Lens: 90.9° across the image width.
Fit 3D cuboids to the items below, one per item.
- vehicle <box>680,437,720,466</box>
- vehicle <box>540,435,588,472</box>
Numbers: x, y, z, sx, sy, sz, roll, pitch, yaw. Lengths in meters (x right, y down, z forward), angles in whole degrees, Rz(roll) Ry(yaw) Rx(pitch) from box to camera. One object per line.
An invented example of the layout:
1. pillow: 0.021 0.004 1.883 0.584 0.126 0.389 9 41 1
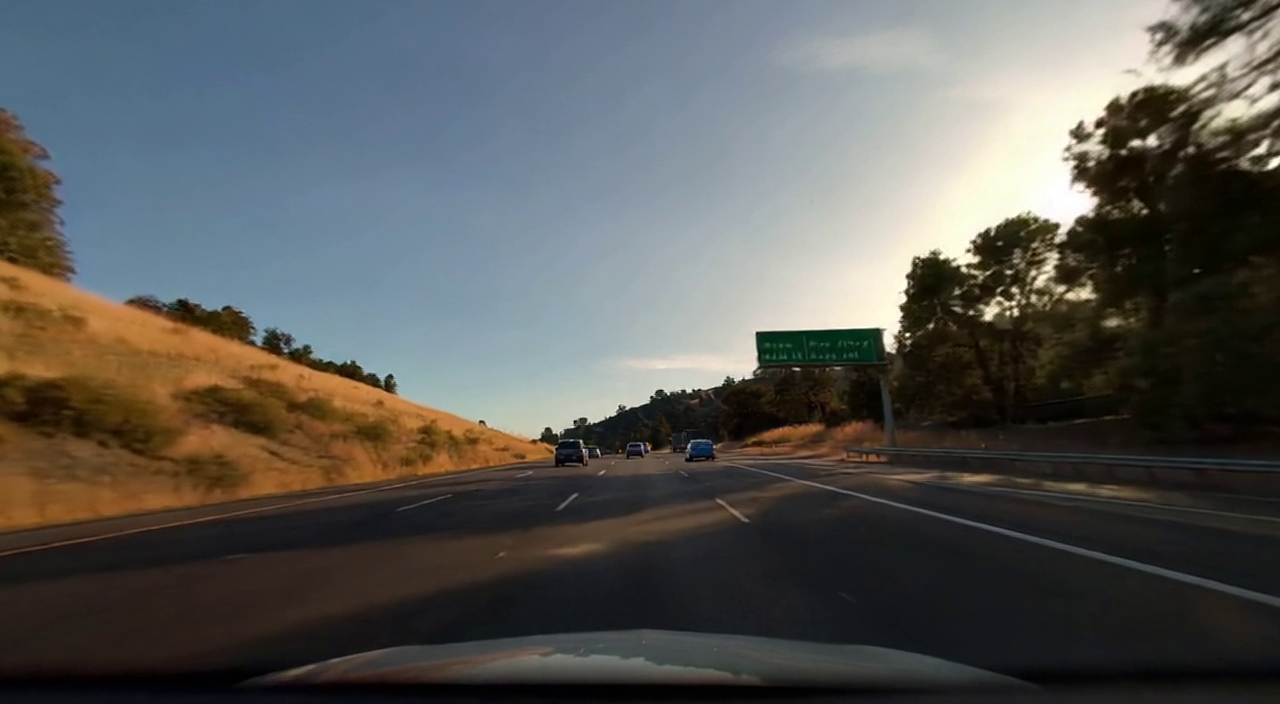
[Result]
1. vehicle: 3.780 6.327 40.372 1.995 1.712 4.206 0 -8 -2
2. vehicle: -4.114 5.570 34.878 2.120 1.855 4.619 0 -8 0
